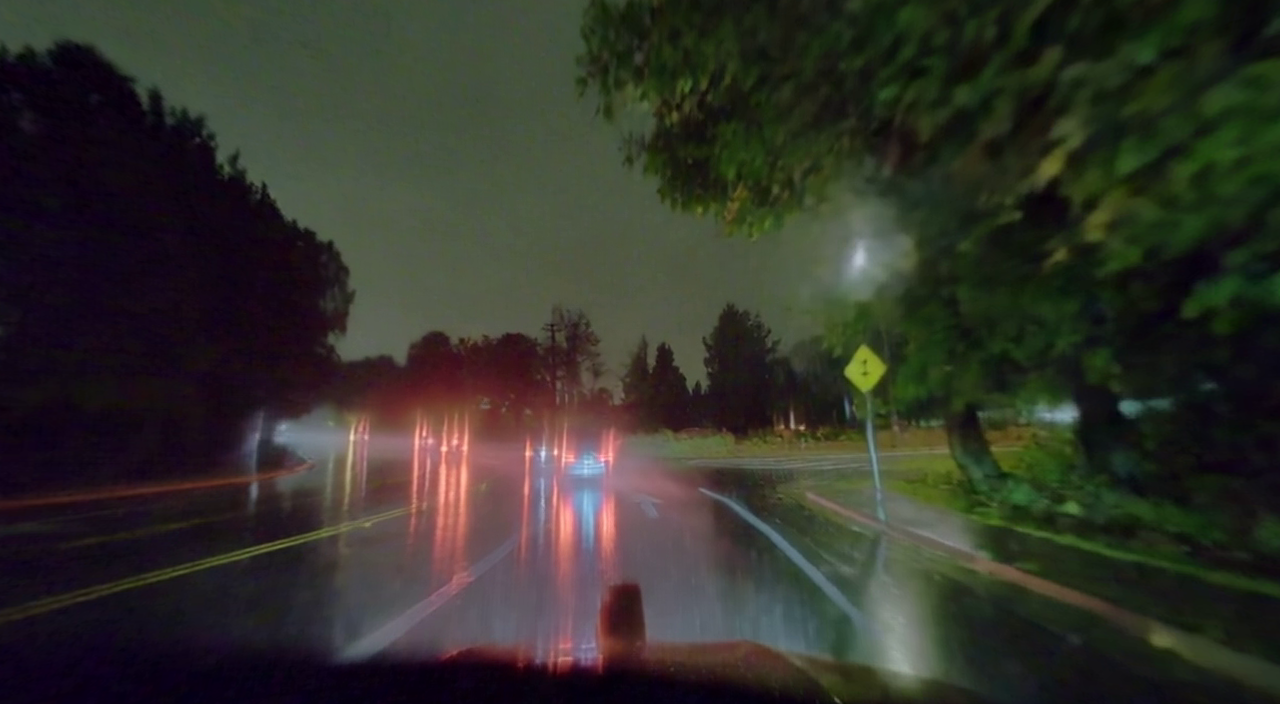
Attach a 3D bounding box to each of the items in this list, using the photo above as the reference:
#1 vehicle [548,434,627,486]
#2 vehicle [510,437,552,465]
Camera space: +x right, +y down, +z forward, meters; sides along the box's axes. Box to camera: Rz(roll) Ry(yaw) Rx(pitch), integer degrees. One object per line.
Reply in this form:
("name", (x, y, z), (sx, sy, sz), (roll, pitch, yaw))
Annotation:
("vehicle", (-1.844, 3.518, 20.734), (2.296, 1.510, 4.068), (1, -9, -9))
("vehicle", (-6.502, 5.841, 37.307), (2.080, 1.530, 3.719), (2, -9, -14))
